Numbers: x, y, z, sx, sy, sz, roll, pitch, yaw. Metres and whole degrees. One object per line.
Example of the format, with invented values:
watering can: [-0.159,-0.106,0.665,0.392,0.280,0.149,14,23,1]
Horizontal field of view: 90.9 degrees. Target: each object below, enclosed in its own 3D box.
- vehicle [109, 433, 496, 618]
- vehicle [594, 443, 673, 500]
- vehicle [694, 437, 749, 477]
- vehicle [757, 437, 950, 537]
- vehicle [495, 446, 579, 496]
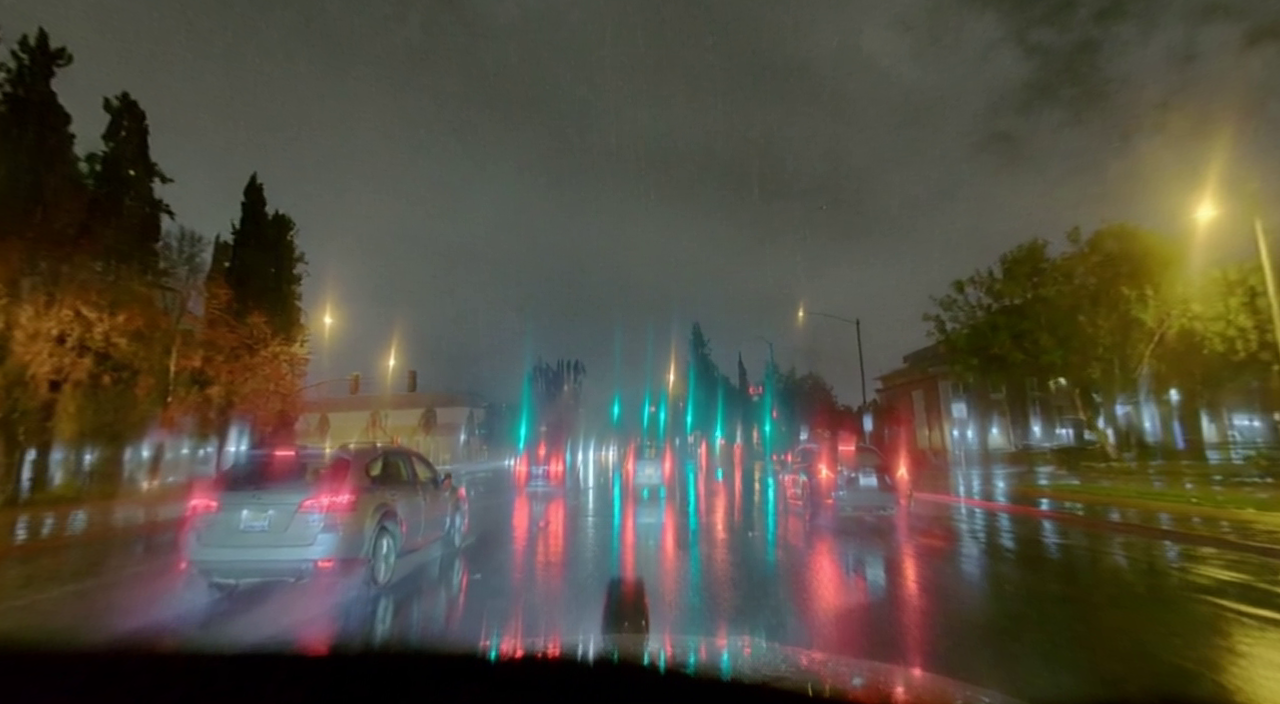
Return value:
vehicle: [-3.275,1.749,7.398,2.038,1.481,4.379,-1,-8,1]
vehicle: [-0.201,3.486,18.778,2.101,1.480,3.929,0,-8,-1]
vehicle: [4.248,5.576,33.774,2.142,1.957,5.443,0,-8,0]
vehicle: [3.681,2.392,11.882,1.990,1.486,4.431,0,-8,-1]
vehicle: [-3.315,3.909,21.120,2.002,1.465,4.098,-1,-8,2]
